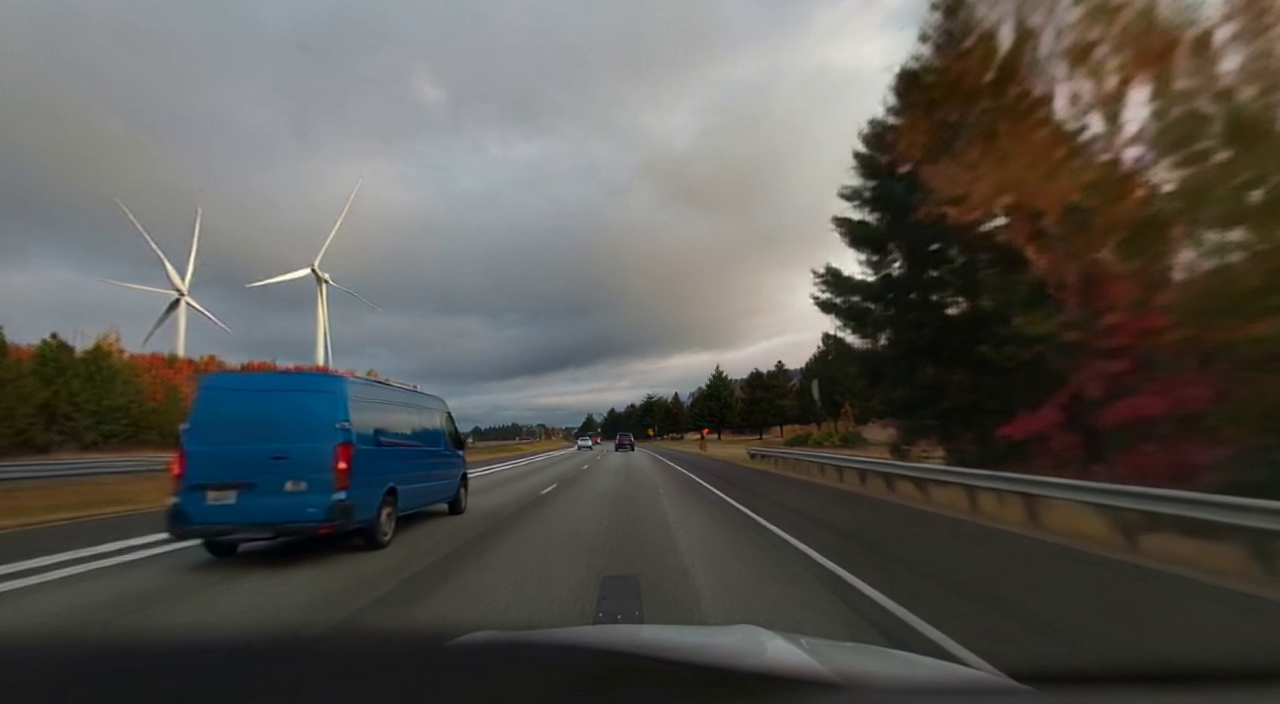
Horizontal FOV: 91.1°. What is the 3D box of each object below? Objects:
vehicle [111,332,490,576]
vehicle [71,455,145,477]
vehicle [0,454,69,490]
[{"bbox_3d":[-3.845,1.297,8.604,2.303,2.323,5.089,0,-8,0],"label":"vehicle"},{"bbox_3d":[-41.718,8.952,49.420,1.797,1.475,4.544,0,-7,0],"label":"vehicle"},{"bbox_3d":[-29.102,5.472,28.582,1.898,1.484,4.642,0,-8,0],"label":"vehicle"}]
